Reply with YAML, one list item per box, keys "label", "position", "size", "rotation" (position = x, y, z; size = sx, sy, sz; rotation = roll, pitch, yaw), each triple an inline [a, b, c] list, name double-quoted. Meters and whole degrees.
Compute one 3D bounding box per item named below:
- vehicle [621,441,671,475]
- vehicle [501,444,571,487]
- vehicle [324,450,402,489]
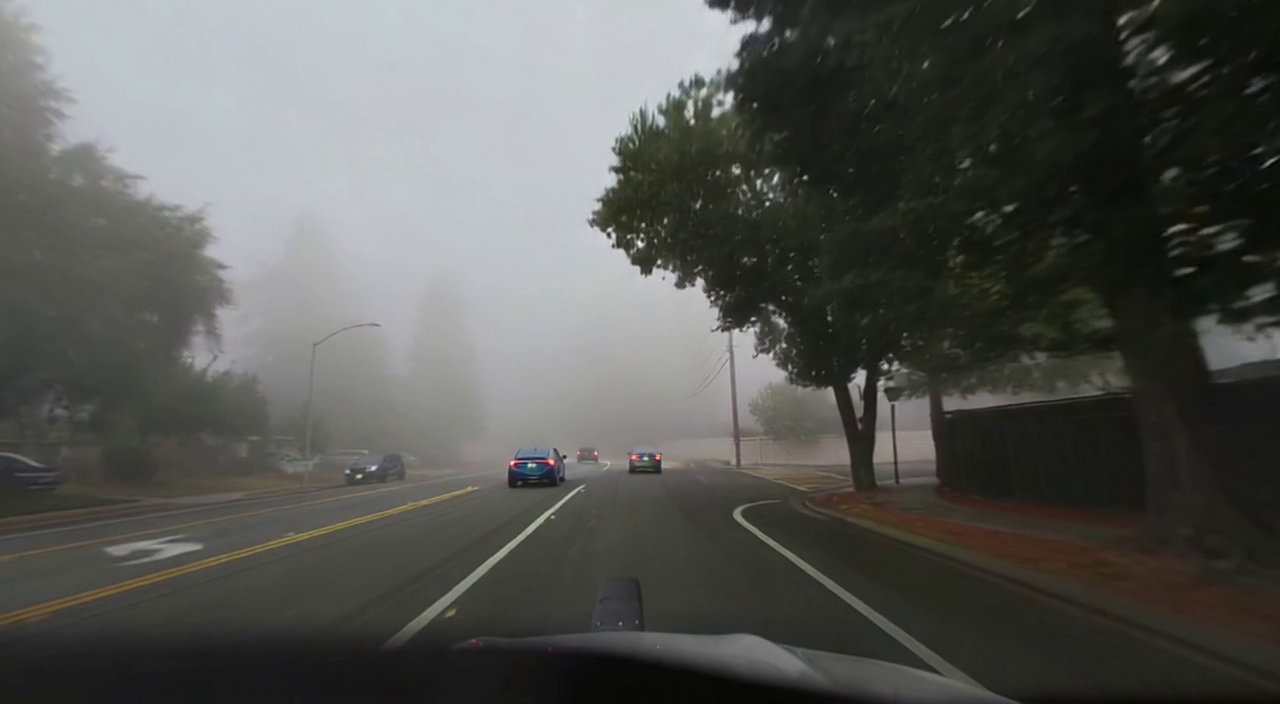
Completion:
- label: "vehicle"
  position: [0.199, 4.986, 29.973]
  size: [2.168, 1.504, 4.284]
  rotation: [0, -8, -2]
- label: "vehicle"
  position: [-3.732, 4.156, 23.486]
  size: [1.913, 1.425, 4.235]
  rotation: [0, -8, -1]
- label: "vehicle"
  position: [-14.352, 6.080, 33.094]
  size: [2.083, 1.817, 4.532]
  rotation: [0, -8, -1]
